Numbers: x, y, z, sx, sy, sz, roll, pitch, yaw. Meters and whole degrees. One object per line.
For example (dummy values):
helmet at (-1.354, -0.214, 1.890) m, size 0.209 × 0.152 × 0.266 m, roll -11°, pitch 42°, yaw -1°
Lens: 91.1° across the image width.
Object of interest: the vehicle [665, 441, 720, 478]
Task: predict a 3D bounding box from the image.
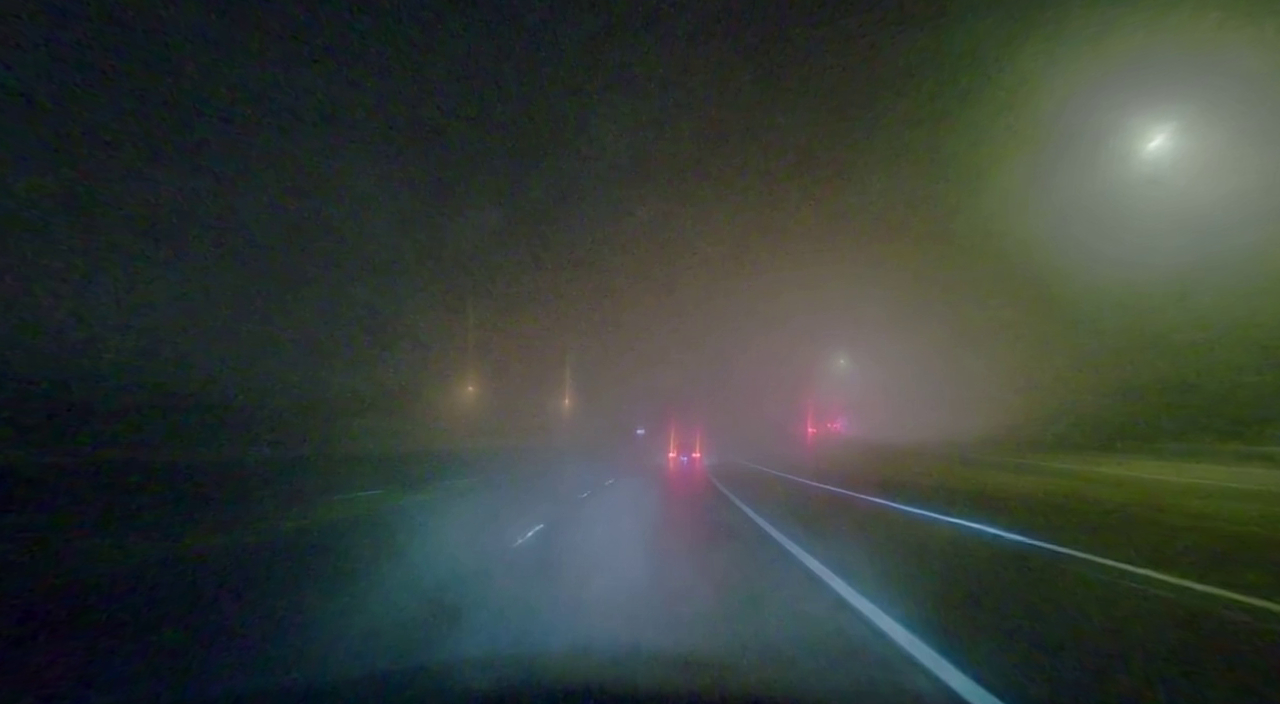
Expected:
vehicle at (2.121, 4.492, 26.555) m, size 2.124 × 1.405 × 4.398 m, roll 0°, pitch -8°, yaw 3°
